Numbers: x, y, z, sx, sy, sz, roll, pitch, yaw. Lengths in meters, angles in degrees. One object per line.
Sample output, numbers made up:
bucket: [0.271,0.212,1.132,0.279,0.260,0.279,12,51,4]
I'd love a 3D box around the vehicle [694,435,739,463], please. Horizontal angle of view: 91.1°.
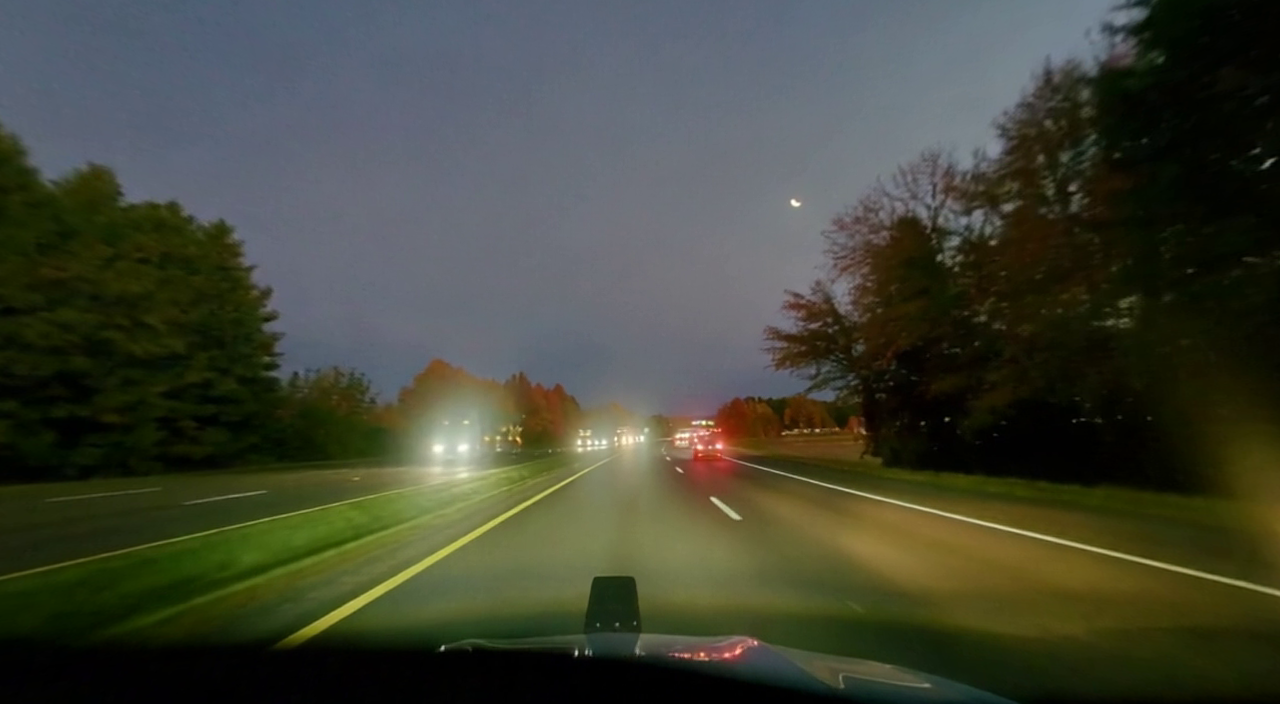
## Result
vehicle: [4.350,5.599,36.376,2.024,1.516,4.197,0,-8,0]

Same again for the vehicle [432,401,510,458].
vehicle: [-12.651,6.053,48.275,3.048,3.893,10.150,0,-8,1]
